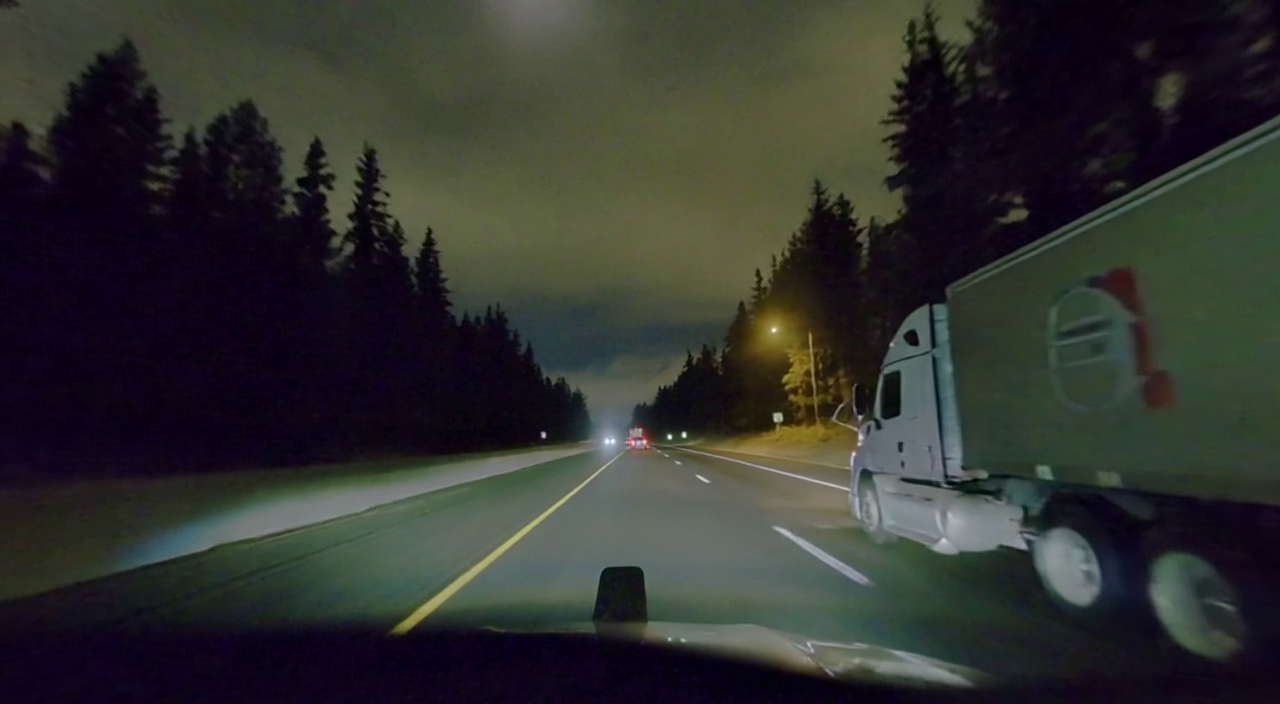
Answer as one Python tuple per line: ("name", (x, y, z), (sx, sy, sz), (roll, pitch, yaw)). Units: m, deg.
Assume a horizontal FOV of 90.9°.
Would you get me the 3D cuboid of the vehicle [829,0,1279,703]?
("vehicle", (4.249, 0.282, 4.488), (3.013, 3.462, 8.956), (0, -8, 0))
